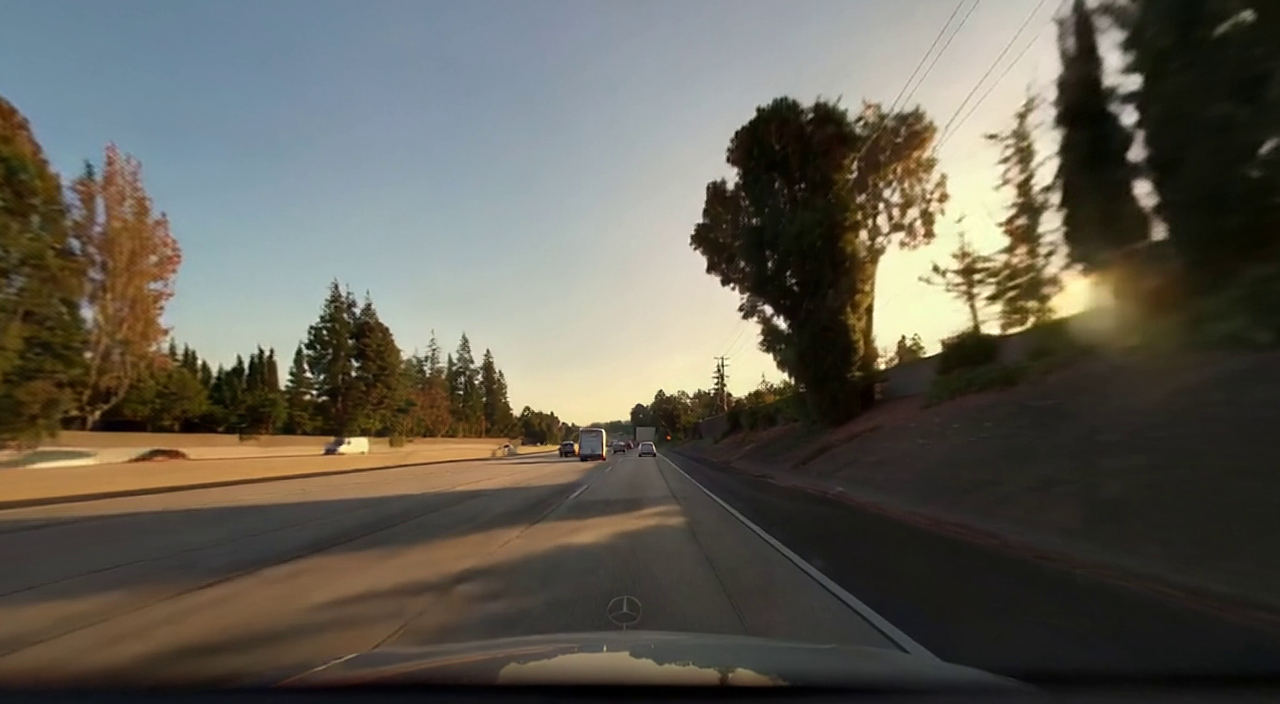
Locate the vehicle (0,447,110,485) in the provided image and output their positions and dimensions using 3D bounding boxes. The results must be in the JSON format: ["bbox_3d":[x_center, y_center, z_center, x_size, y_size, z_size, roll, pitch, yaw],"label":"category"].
[{"bbox_3d":[-25.299,4.766,26.614,1.825,1.455,4.385,0,-8,0],"label":"vehicle"}]

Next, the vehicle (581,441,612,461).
[{"bbox_3d":[-3.266,7.506,47.698,2.046,1.478,4.111,0,-8,0],"label":"vehicle"}]

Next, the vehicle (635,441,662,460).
[{"bbox_3d":[0.642,7.680,49.023,2.057,1.453,3.926,0,-8,0],"label":"vehicle"}]

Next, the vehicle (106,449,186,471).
[{"bbox_3d":[-35.939,7.865,45.833,1.859,1.473,4.803,0,-8,1],"label":"vehicle"}]
